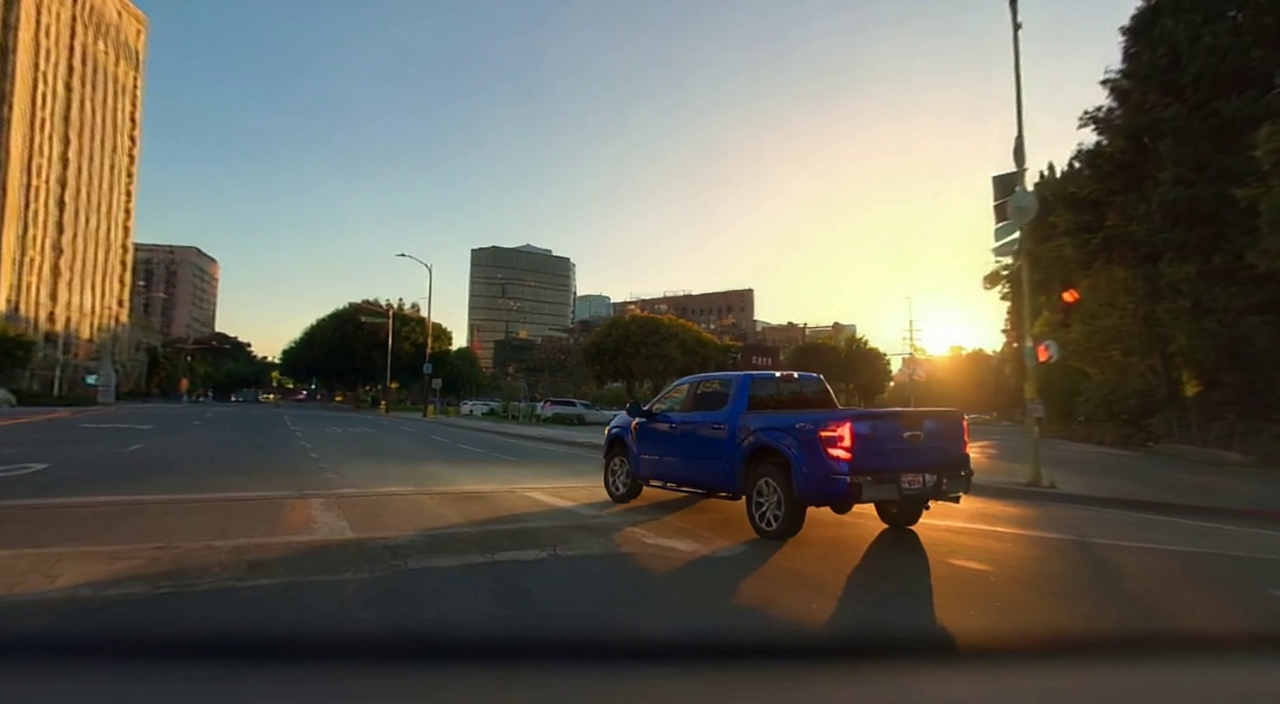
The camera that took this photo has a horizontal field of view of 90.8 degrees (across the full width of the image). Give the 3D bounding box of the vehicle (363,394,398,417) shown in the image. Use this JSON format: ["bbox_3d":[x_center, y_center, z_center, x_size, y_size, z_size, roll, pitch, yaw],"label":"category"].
[{"bbox_3d":[-19.545,4.085,47.495,1.842,1.467,4.633,6,-9,-28],"label":"vehicle"}]

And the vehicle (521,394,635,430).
[{"bbox_3d":[-4.333,4.329,44.940,7.551,2.142,2.896,6,-10,-31],"label":"vehicle"}]

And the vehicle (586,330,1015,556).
[{"bbox_3d":[1.458,1.178,8.468,2.402,1.922,5.677,5,-9,-25],"label":"vehicle"}]
